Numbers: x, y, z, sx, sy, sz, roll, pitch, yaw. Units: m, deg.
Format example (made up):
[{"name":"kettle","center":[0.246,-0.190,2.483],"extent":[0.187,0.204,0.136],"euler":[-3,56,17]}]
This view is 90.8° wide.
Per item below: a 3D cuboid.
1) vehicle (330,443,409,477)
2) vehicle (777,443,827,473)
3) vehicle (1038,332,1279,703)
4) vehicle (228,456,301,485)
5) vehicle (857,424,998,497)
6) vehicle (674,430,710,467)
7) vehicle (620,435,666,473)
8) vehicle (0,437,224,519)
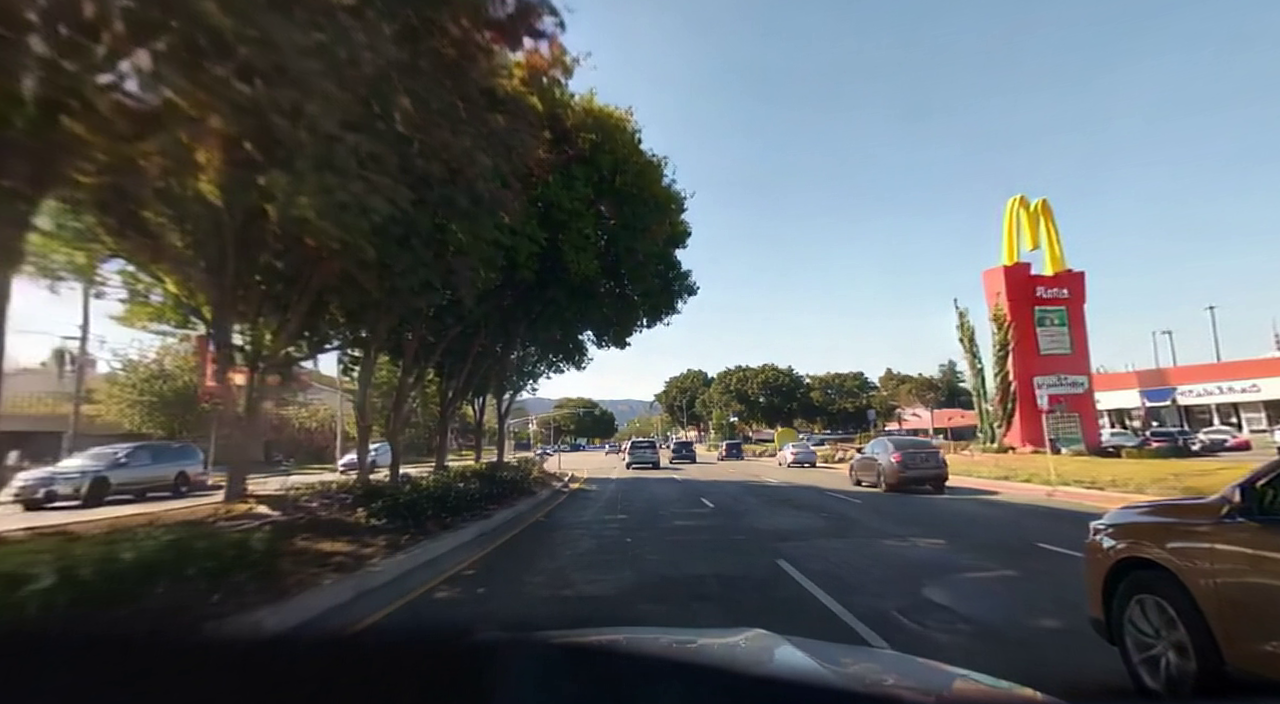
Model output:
[{"name":"vehicle","center":[-14.490,5.802,34.116],"extent":[2.136,1.676,4.371],"euler":[-1,-9,3]},{"name":"vehicle","center":[8.850,5.788,34.752],"extent":[1.879,1.517,4.006],"euler":[-1,-9,3]},{"name":"vehicle","center":[3.517,0.666,1.627],"extent":[2.076,1.716,4.416],"euler":[0,-9,0]},{"name":"vehicle","center":[-21.875,6.885,36.962],"extent":[1.879,1.520,3.830],"euler":[0,-9,1]},{"name":"vehicle","center":[7.882,3.024,17.875],"extent":[1.977,1.786,4.344],"euler":[0,-9,1]},{"name":"vehicle","center":[3.795,7.157,47.062],"extent":[2.239,2.586,4.586],"euler":[0,-9,0]},{"name":"vehicle","center":[0.130,5.599,34.962],"extent":[2.402,1.938,4.535],"euler":[0,-9,-1]},{"name":"vehicle","center":[-13.962,3.251,16.921],"extent":[2.159,1.836,5.038],"euler":[0,-9,0]}]
